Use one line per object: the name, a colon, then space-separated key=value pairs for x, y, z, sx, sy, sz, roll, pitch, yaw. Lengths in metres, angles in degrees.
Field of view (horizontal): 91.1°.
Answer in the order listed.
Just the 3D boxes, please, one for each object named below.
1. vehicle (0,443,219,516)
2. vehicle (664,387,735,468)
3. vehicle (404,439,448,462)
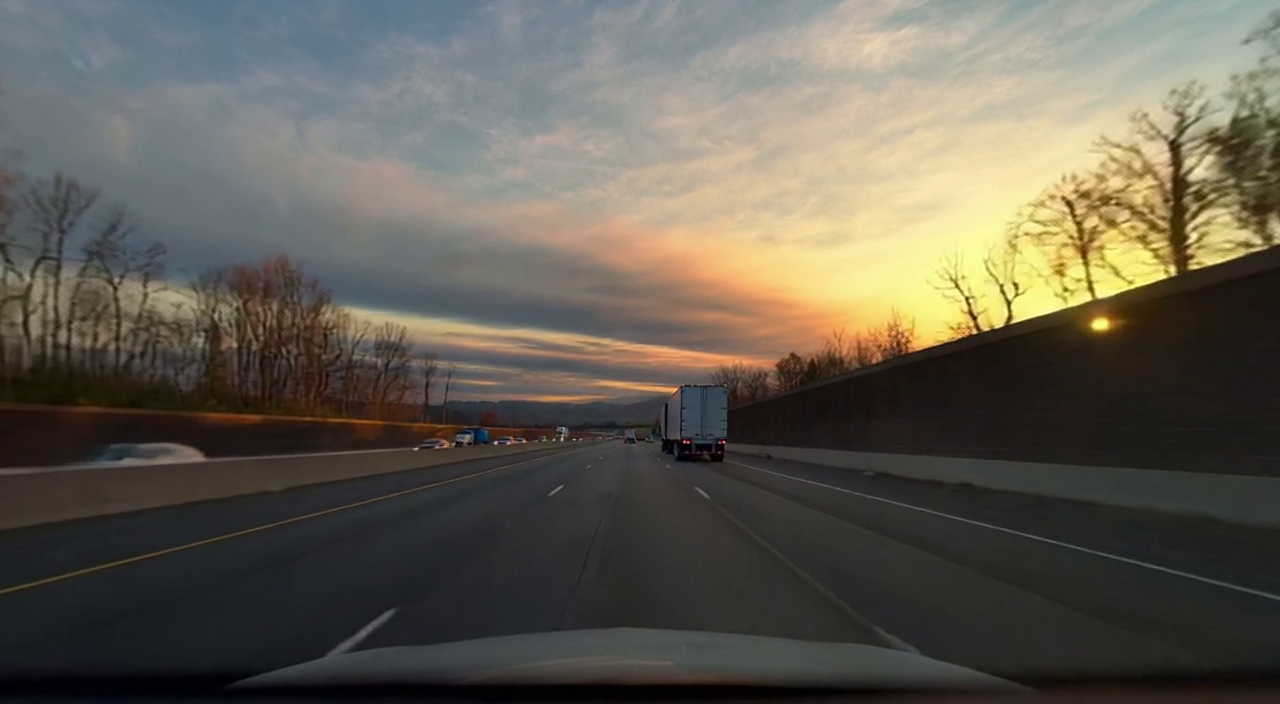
vehicle: x=-12.475 y=2.961 z=15.203 sx=1.803 sy=1.450 sz=4.054 roll=0 pitch=-8 yaw=-1
vehicle: x=3.340 y=4.866 z=40.080 sx=2.979 sy=4.161 sz=15.508 roll=1 pitch=-7 yaw=0
vehicle: x=-16.076 y=7.397 z=47.421 sx=1.938 sy=1.579 sz=4.138 roll=0 pitch=-8 yaw=-1
